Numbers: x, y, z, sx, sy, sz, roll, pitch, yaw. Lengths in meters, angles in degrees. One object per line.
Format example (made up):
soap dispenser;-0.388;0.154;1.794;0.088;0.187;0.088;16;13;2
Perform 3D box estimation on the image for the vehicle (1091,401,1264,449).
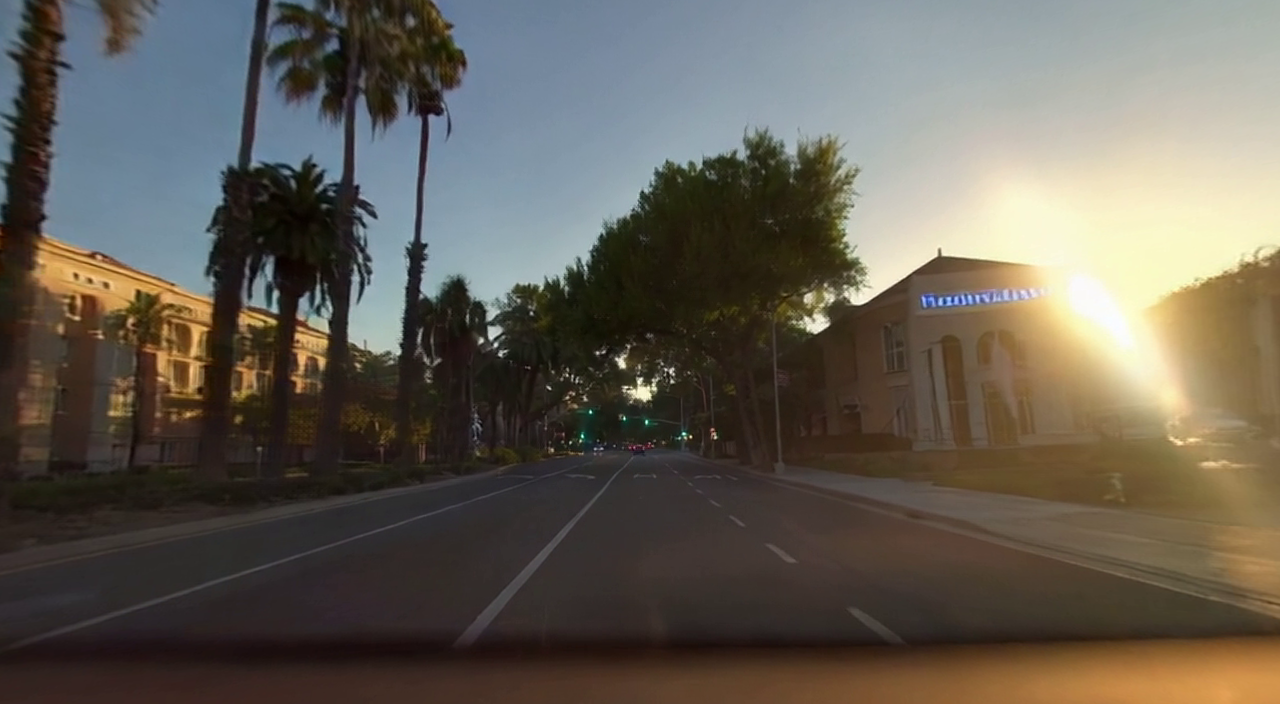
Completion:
vehicle;22.172;3.142;26.381;2.222;1.818;5.099;1;-9;-11
